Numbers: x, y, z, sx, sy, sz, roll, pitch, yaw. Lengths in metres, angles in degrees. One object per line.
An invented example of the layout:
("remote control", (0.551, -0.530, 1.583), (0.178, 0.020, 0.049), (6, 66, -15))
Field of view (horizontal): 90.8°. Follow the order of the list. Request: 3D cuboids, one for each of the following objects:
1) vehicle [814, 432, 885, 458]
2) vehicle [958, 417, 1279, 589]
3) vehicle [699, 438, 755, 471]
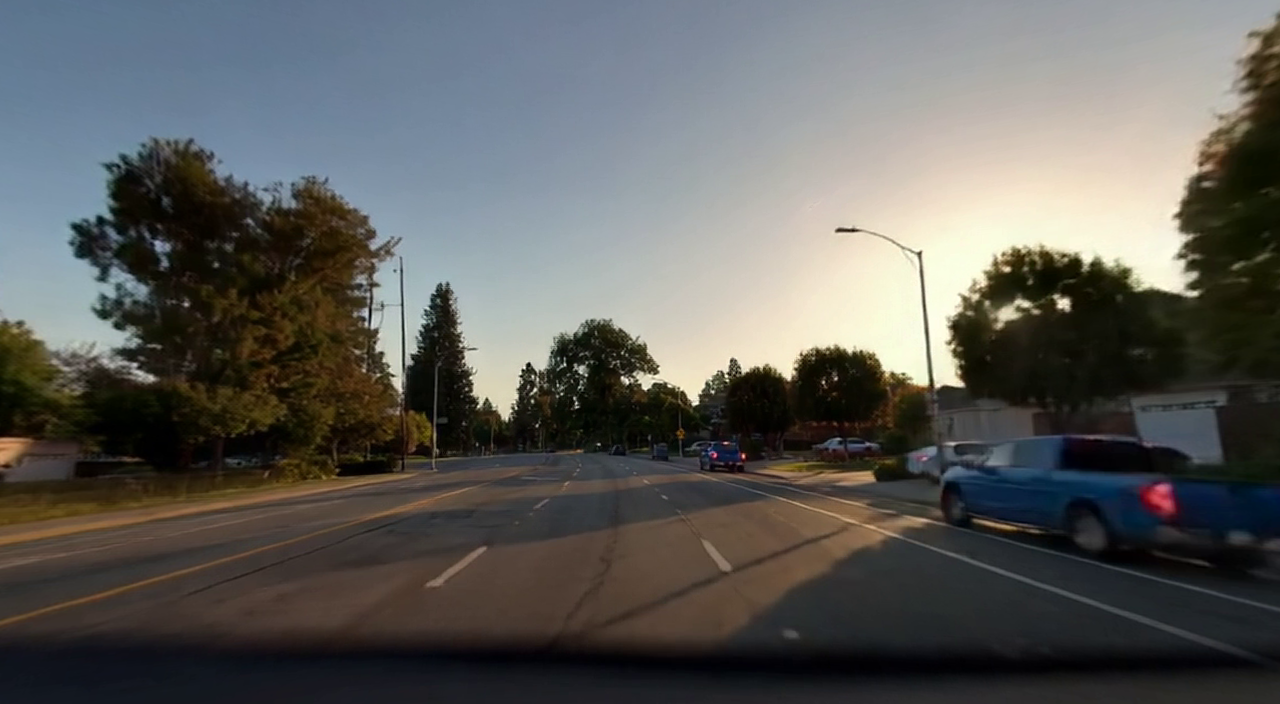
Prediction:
("vehicle", (15.820, 6.991, 47.810), (4.623, 1.741, 1.924), (-2, -7, -4))
("vehicle", (6.544, 1.851, 8.666), (2.024, 1.710, 4.525), (0, -8, 0))
("vehicle", (5.164, 6.210, 38.547), (2.285, 1.868, 5.575), (1, -8, -4))
